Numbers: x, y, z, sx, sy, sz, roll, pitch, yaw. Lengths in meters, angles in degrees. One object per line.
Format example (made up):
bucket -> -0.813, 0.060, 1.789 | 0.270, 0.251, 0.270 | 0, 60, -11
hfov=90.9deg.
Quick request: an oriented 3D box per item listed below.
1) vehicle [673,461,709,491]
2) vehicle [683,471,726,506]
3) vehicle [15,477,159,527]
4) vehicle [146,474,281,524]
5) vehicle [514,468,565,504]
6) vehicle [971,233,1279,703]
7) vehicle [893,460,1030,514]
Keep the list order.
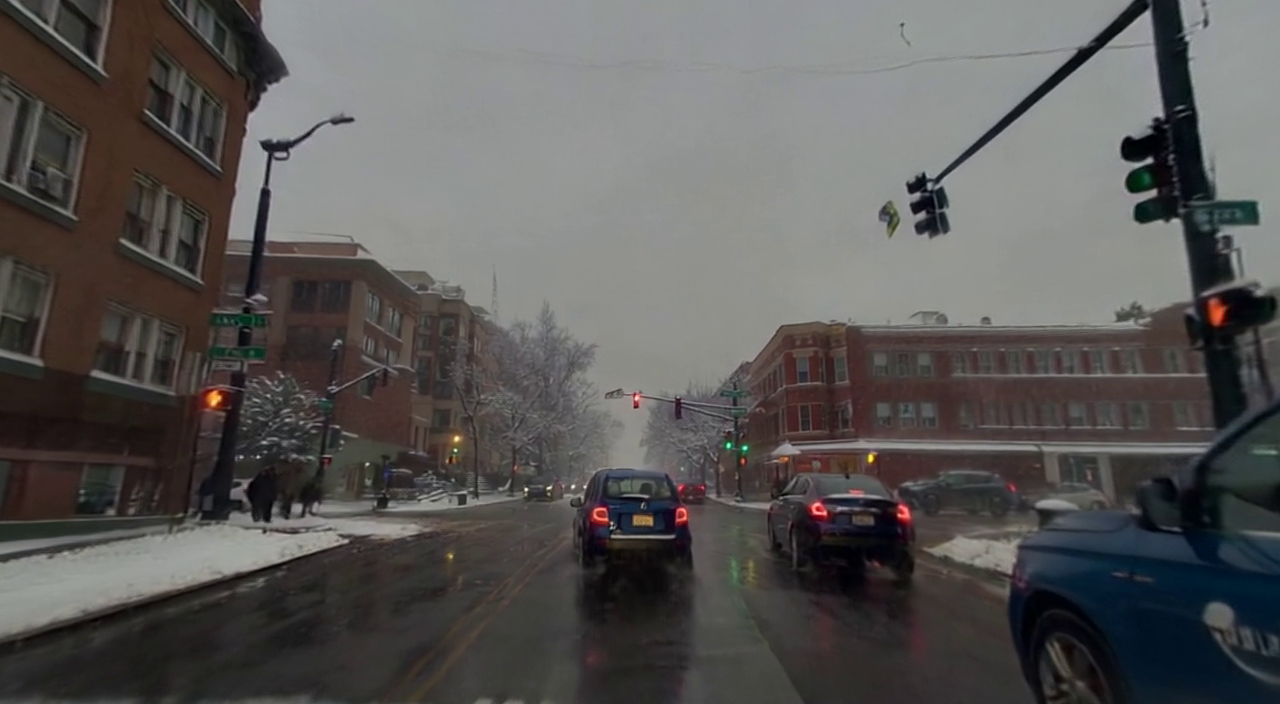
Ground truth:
vehicle -> 3.762, 9.223, 47.244 | 2.365, 1.994, 4.259 | 0, -9, 0
vehicle -> 3.786, 8.154, 37.894 | 1.908, 1.741, 4.066 | 0, -9, -3
vehicle -> -25.348, 6.875, 29.043 | 4.588, 2.048, 2.110 | -1, -9, 1
vehicle -> -19.507, 6.723, 28.990 | 4.750, 2.083, 2.002 | -1, -9, 3
vehicle -> -6.008, 8.052, 38.198 | 2.226, 1.896, 4.438 | -1, -9, 1
vehicle -> 3.186, 0.429, 0.444 | 2.632, 1.979, 6.096 | -1, -9, 1
vehicle -> 14.694, 6.177, 29.054 | 4.974, 2.266, 2.324 | 0, -9, -1
